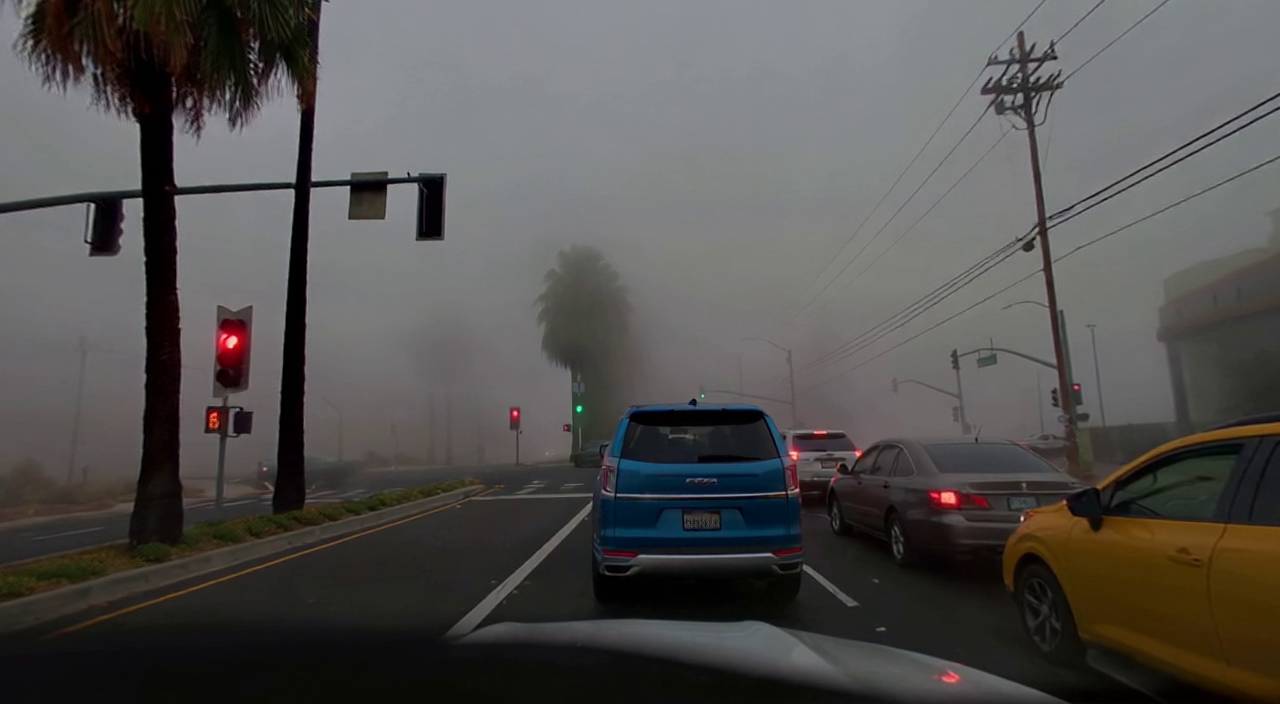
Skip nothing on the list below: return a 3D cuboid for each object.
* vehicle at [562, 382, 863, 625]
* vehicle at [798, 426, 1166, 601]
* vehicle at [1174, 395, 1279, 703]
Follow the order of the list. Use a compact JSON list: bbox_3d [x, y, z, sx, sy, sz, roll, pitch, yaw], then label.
[{"bbox_3d":[0.457,1.432,6.882,2.228,1.780,4.269,0,-9,-2],"label":"vehicle"},{"bbox_3d":[3.438,1.686,7.514,1.895,1.456,4.255,0,-9,-2],"label":"vehicle"},{"bbox_3d":[3.359,0.645,0.663,1.805,1.485,4.348,0,-9,1],"label":"vehicle"}]
